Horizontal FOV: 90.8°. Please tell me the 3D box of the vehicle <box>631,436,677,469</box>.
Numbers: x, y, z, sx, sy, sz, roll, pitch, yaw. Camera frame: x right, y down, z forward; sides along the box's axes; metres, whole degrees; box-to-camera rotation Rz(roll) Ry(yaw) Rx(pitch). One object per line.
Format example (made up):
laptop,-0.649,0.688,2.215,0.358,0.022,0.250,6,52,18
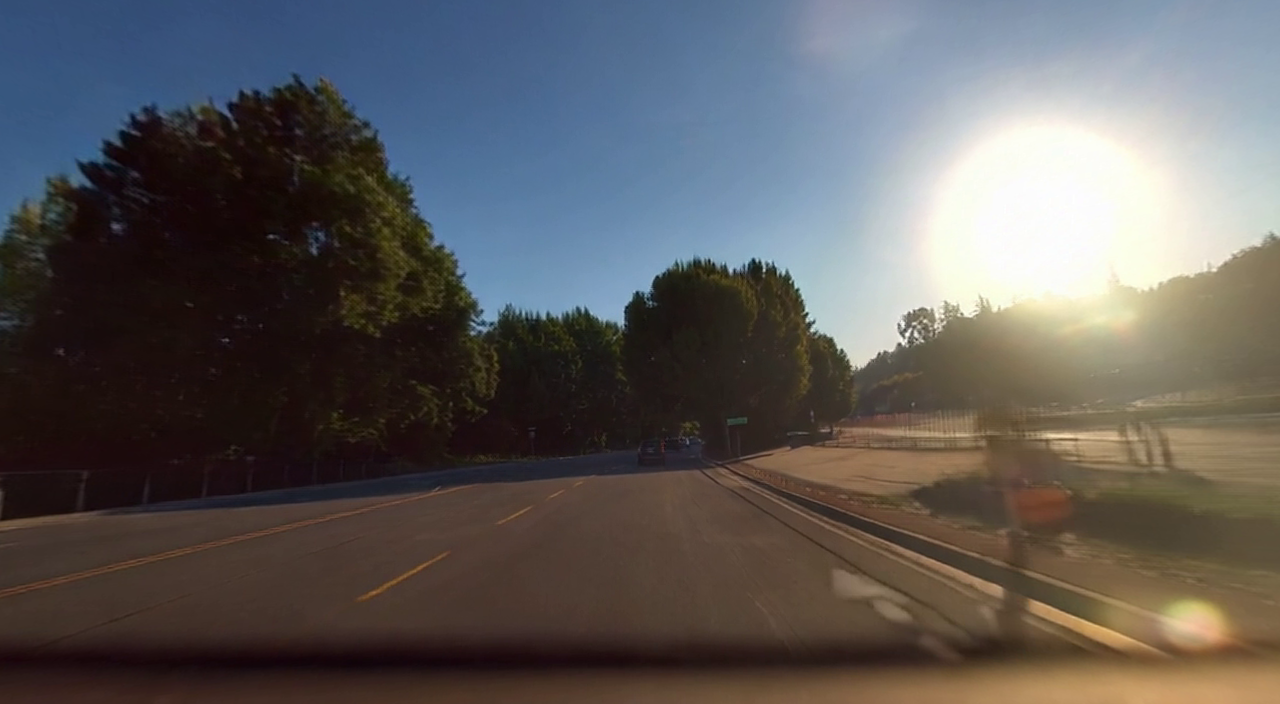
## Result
vehicle,0.844,5.520,34.888,2.294,1.708,4.110,-1,-9,5
